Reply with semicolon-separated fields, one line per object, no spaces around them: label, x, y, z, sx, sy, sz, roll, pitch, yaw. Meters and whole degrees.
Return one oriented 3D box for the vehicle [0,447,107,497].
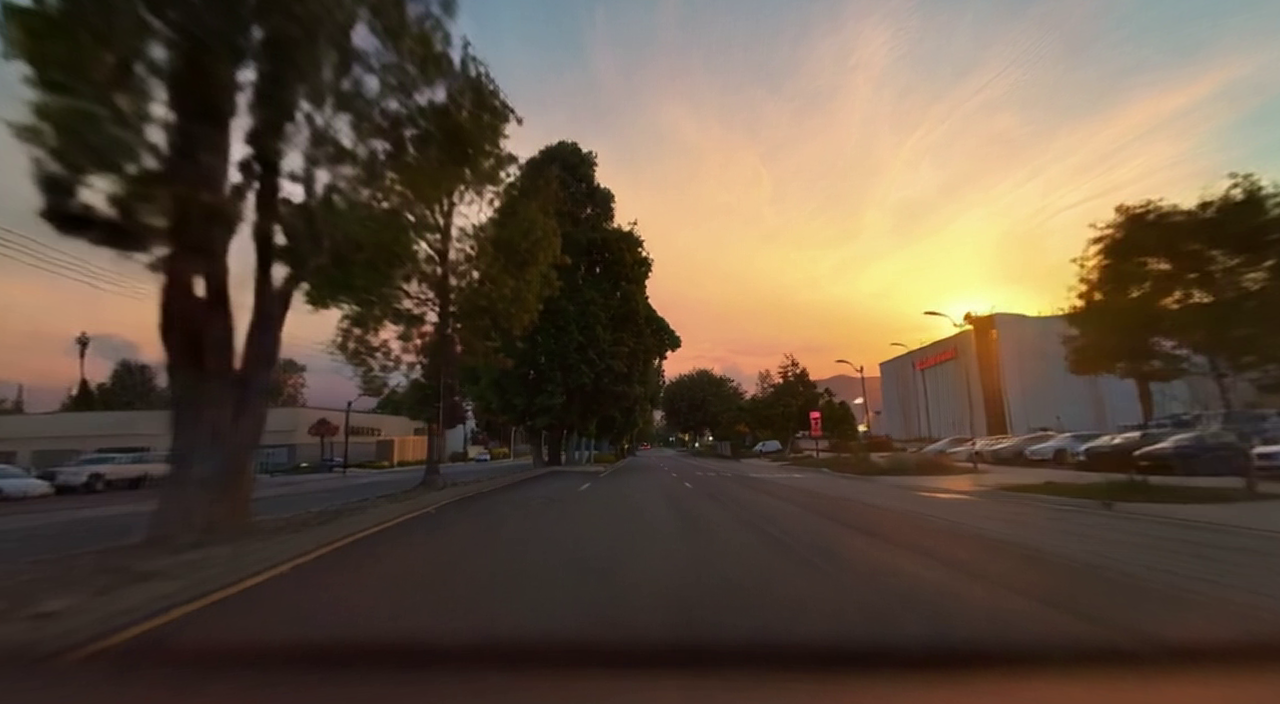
vehicle;-24.905;4.862;25.345;5.065;1.765;2.218;-4;-8;0

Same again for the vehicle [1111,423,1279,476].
vehicle;20.930;3.657;23.740;4.845;1.833;2.132;-5;-10;31
